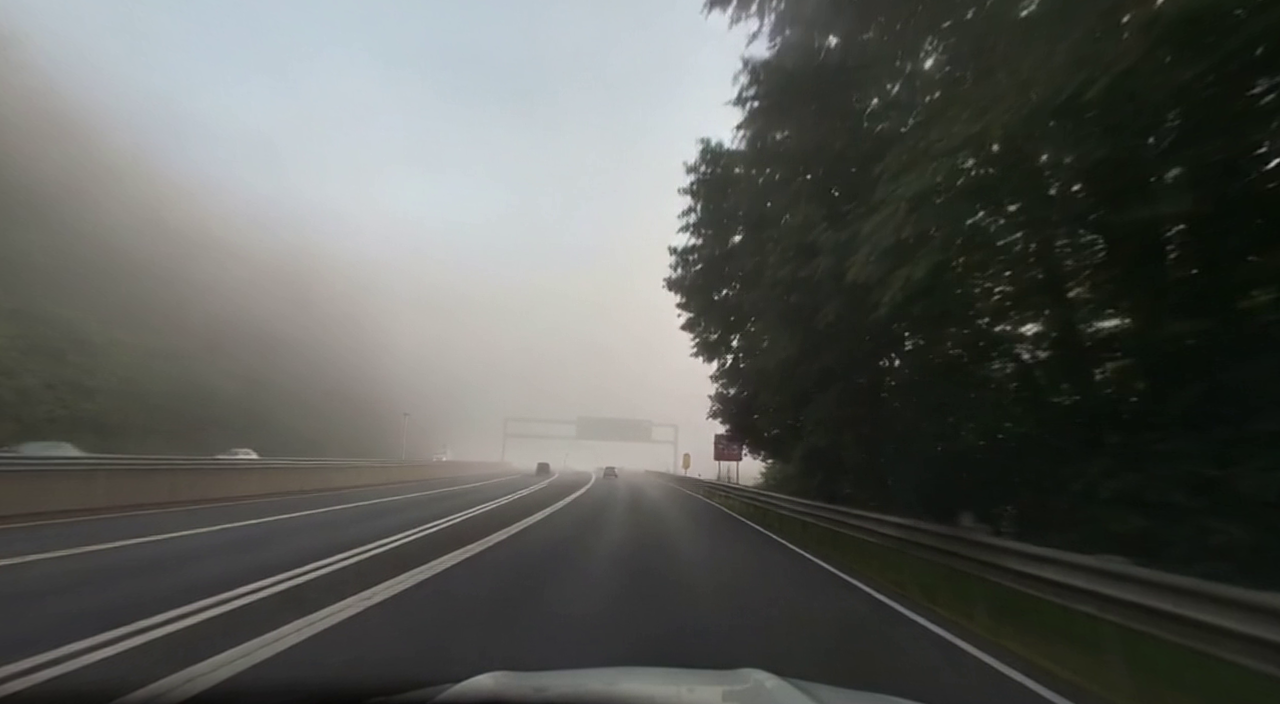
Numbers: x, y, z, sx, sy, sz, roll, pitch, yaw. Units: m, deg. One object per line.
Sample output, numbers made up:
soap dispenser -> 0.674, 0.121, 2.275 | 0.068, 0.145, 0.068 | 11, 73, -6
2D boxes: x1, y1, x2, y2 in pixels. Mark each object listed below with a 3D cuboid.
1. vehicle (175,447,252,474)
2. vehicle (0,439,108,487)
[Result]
vehicle -> -26.540, 6.823, 39.430 | 1.864, 1.526, 4.574 | 1, -10, -4
vehicle -> -21.206, 3.814, 21.598 | 2.041, 1.494, 4.669 | 1, -10, -4
